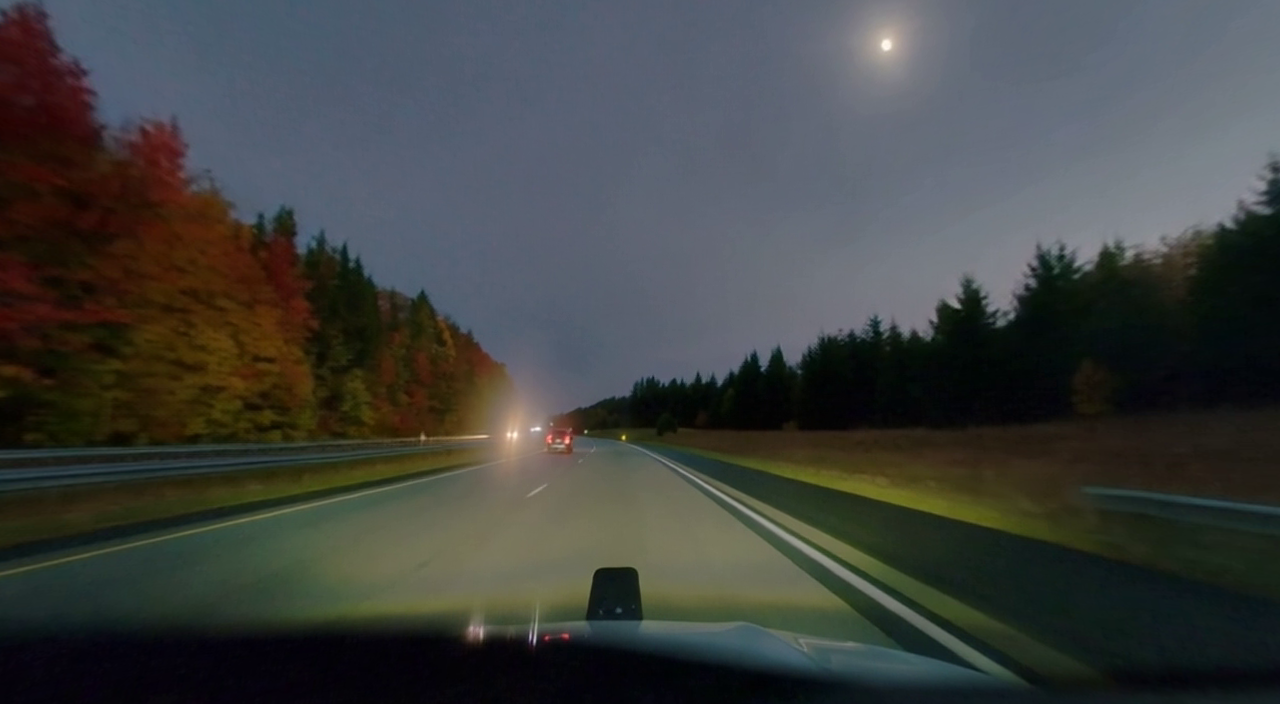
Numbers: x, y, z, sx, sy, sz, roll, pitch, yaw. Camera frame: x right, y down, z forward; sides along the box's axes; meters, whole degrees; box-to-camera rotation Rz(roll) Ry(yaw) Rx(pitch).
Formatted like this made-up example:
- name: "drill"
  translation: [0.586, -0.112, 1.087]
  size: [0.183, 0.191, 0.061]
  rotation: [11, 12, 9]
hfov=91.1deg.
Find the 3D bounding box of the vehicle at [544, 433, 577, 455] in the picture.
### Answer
- name: "vehicle"
  translation: [-5.929, 6.923, 47.419]
  size: [2.073, 1.559, 4.393]
  rotation: [0, -8, -3]
